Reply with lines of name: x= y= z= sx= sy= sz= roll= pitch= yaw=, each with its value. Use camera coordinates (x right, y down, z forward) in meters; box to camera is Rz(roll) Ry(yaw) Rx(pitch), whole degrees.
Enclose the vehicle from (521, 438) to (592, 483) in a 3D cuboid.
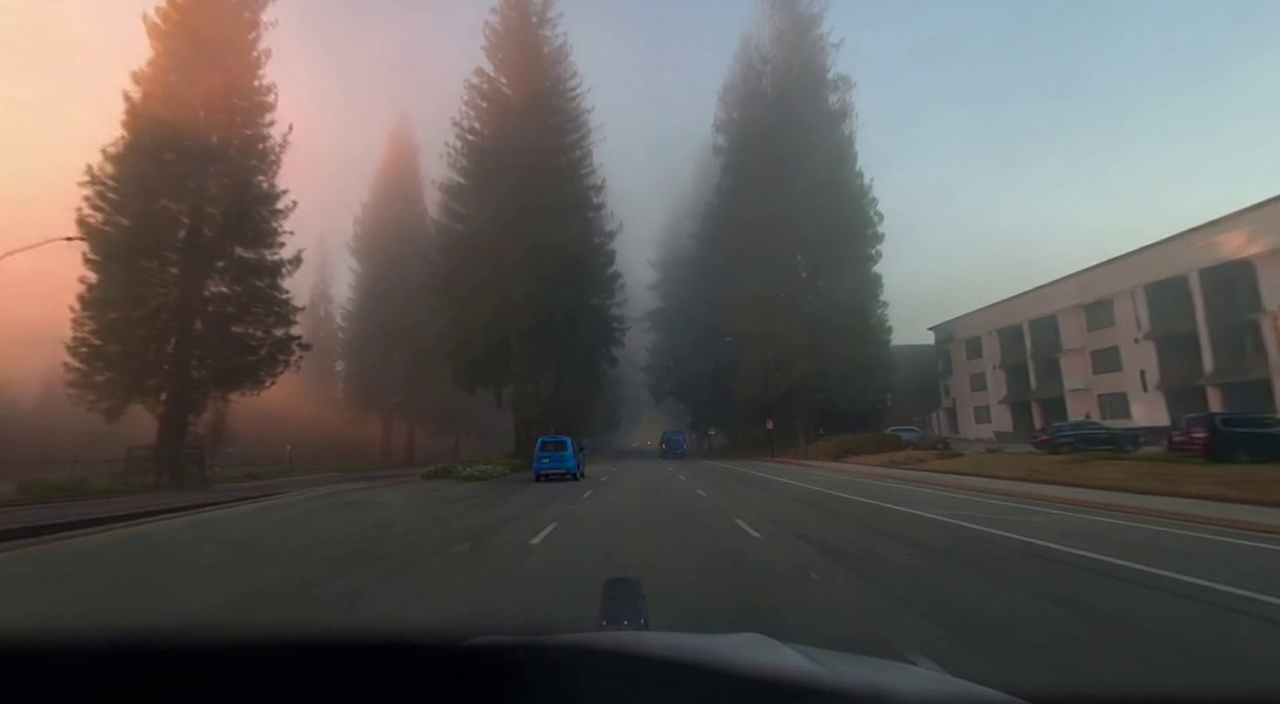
vehicle: x=-3.148 y=4.209 z=24.791 sx=2.129 sy=1.602 sz=4.532 roll=0 pitch=-8 yaw=1
